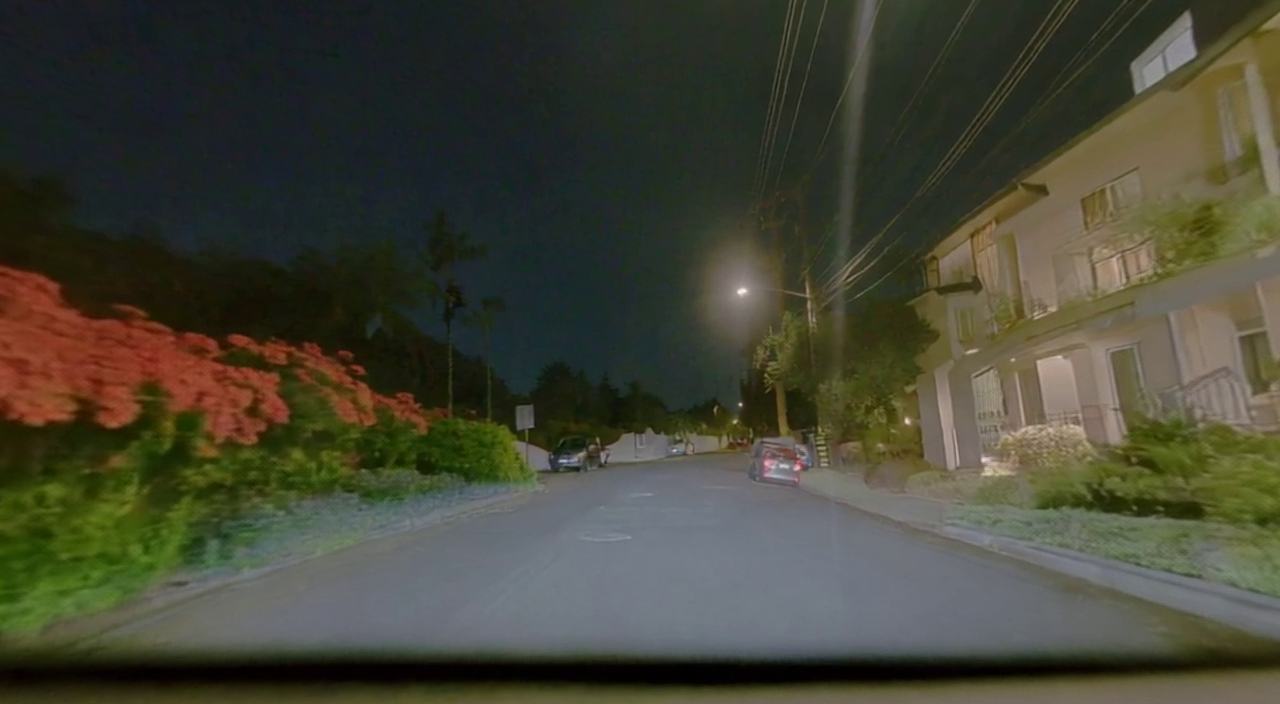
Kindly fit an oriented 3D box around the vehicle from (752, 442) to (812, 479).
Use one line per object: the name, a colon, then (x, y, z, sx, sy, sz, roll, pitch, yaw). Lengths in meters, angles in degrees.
vehicle: (6.249, 4.792, 28.283, 2.151, 1.468, 5.066, -1, -8, 8)
